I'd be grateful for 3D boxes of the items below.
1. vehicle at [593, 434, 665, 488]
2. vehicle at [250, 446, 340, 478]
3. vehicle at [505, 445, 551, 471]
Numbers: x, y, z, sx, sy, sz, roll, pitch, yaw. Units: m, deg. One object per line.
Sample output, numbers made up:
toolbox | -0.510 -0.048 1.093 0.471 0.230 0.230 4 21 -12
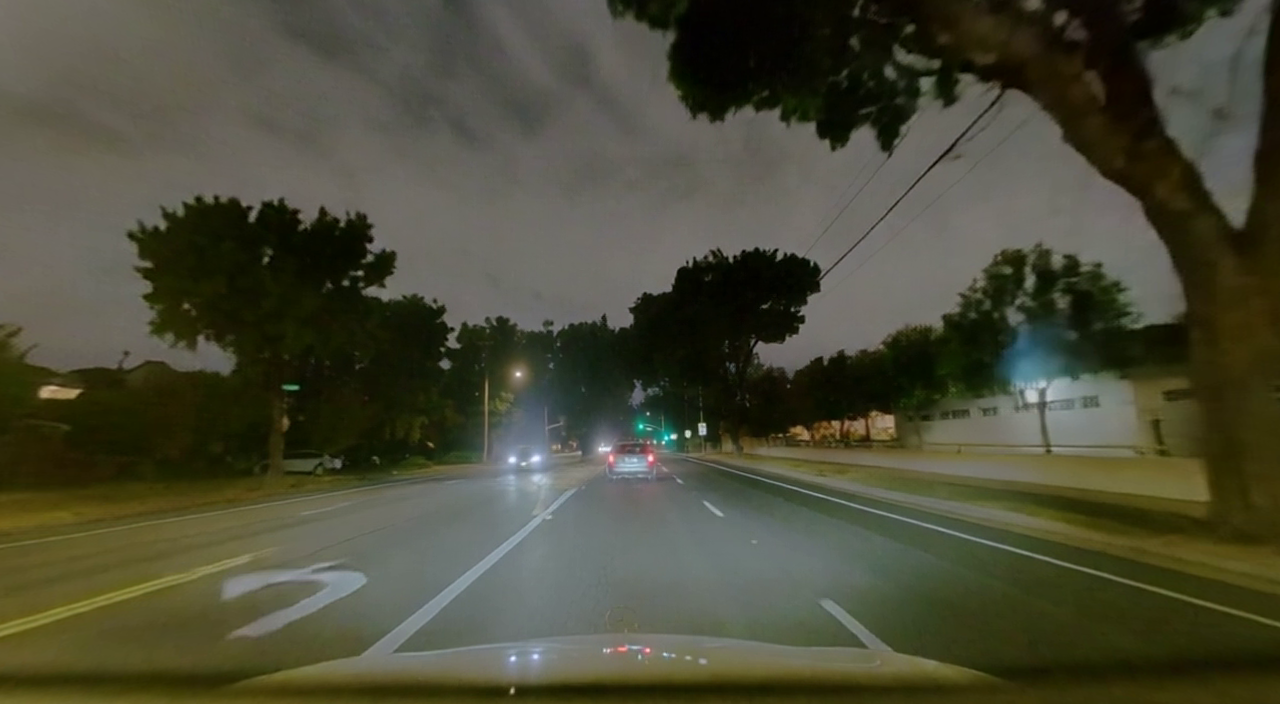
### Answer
vehicle | -0.333 3.607 21.240 2.181 1.639 4.127 0 -8 0
vehicle | -21.615 6.863 39.710 4.470 1.917 1.932 0 -8 3
vehicle | -6.571 6.262 37.558 1.907 1.471 4.455 0 -8 0
